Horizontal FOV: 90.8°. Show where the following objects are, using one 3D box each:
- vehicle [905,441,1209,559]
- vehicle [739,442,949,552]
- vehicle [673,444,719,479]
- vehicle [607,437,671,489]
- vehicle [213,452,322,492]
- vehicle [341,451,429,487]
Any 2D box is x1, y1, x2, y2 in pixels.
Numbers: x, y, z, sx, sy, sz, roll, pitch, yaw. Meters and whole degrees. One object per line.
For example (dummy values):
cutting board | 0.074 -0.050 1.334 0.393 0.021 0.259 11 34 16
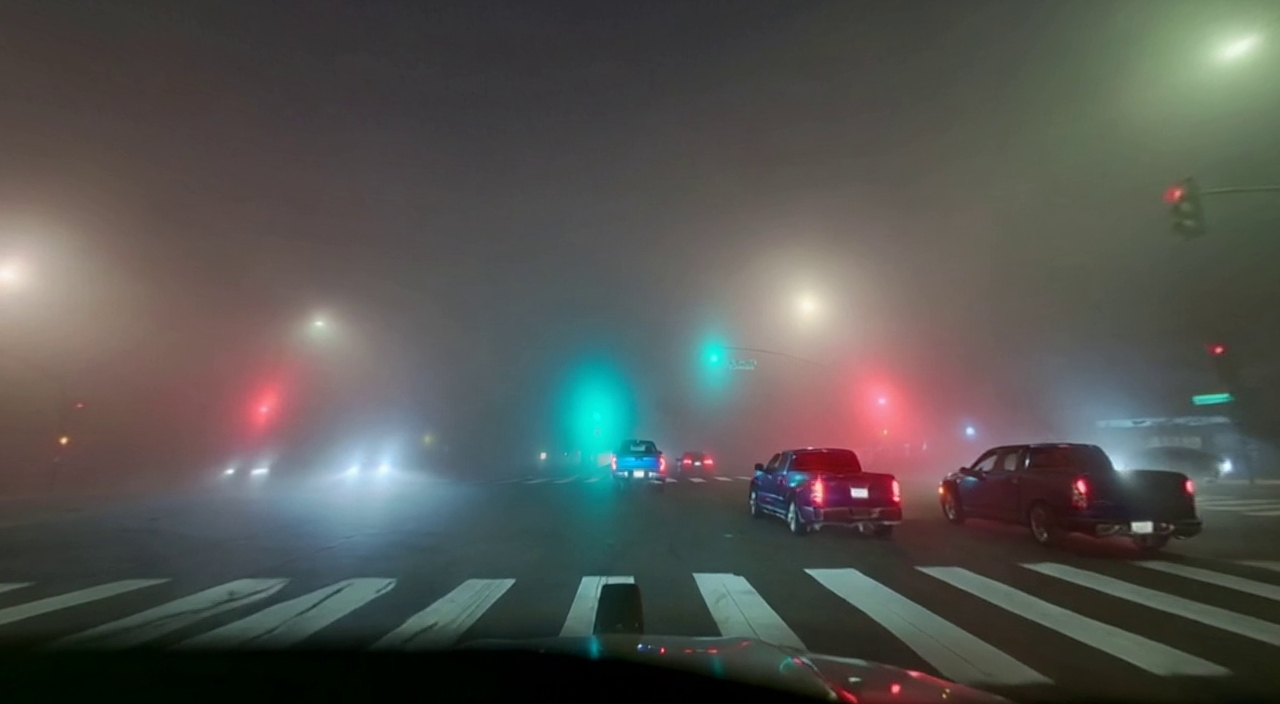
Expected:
vehicle | 6.277 2.225 10.379 1.855 1.469 4.598 0 -8 0
vehicle | 3.138 2.307 10.869 2.057 1.463 4.365 0 -8 -1
vehicle | 3.034 5.979 34.849 2.013 1.742 4.424 0 -8 -1
vehicle | -0.073 4.419 25.578 2.344 1.883 4.572 0 -8 0
vehicle | -15.532 4.994 26.662 1.915 1.491 4.347 0 -8 0
vehicle | -11.399 5.230 28.617 1.989 1.459 4.667 0 -8 1
